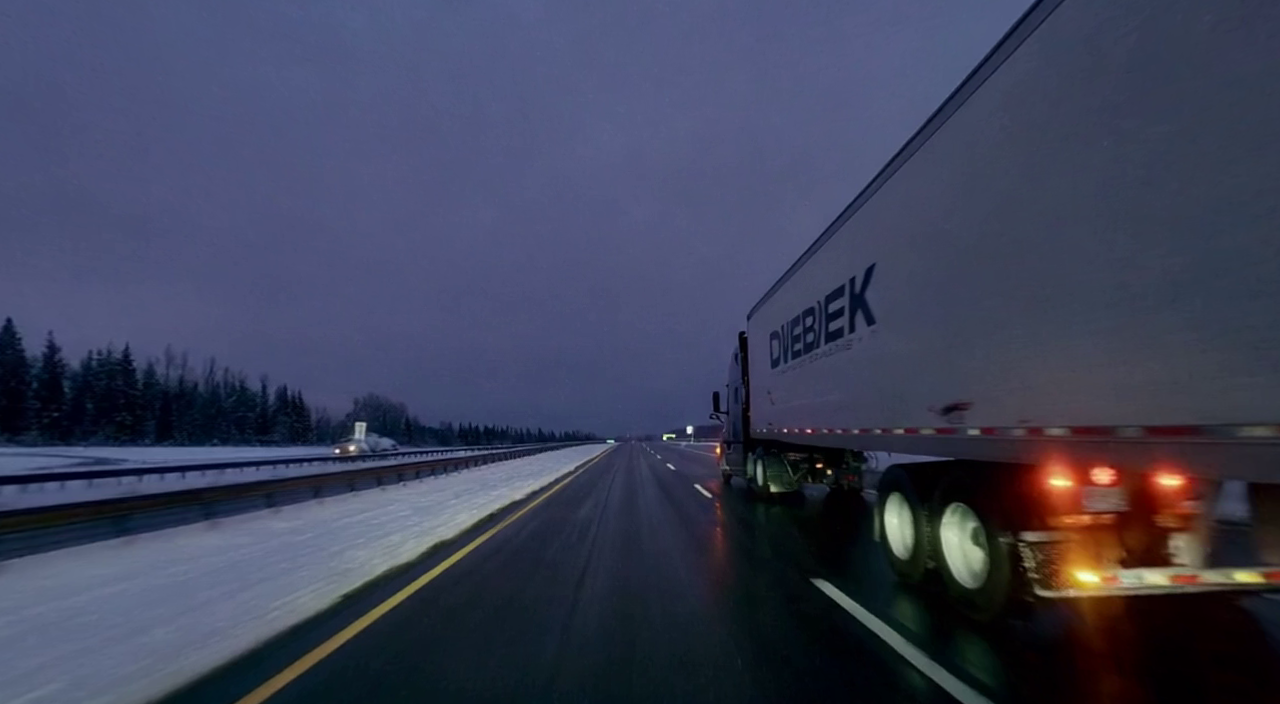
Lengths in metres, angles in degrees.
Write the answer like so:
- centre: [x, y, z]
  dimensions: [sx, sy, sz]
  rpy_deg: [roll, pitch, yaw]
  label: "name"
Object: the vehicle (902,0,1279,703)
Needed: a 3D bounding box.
- centre: [4.004, -0.665, 1.255]
  dimensions: [2.946, 4.135, 8.808]
  rpy_deg: [0, -8, -1]
  label: "vehicle"
